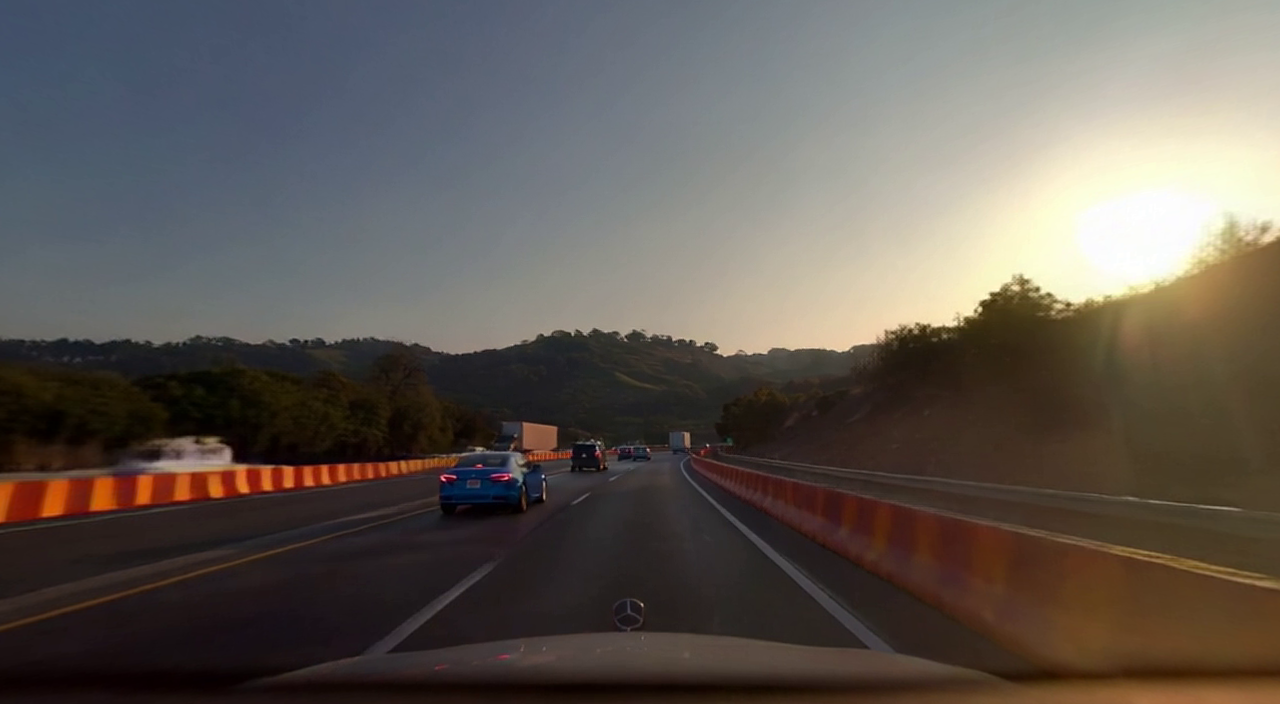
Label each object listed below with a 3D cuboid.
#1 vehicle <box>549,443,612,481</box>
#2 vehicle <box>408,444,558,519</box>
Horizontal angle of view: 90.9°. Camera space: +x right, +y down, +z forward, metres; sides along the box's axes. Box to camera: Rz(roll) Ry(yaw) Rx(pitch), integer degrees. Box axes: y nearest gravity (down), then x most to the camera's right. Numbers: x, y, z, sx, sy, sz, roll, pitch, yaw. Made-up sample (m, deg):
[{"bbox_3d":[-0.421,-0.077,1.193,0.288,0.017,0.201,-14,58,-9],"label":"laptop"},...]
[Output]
[{"bbox_3d":[-2.410,4.626,26.729,2.094,1.480,4.124,0,-9,2],"label":"vehicle"},{"bbox_3d":[-3.078,2.639,13.307,2.061,1.330,3.928,0,-9,2],"label":"vehicle"}]
